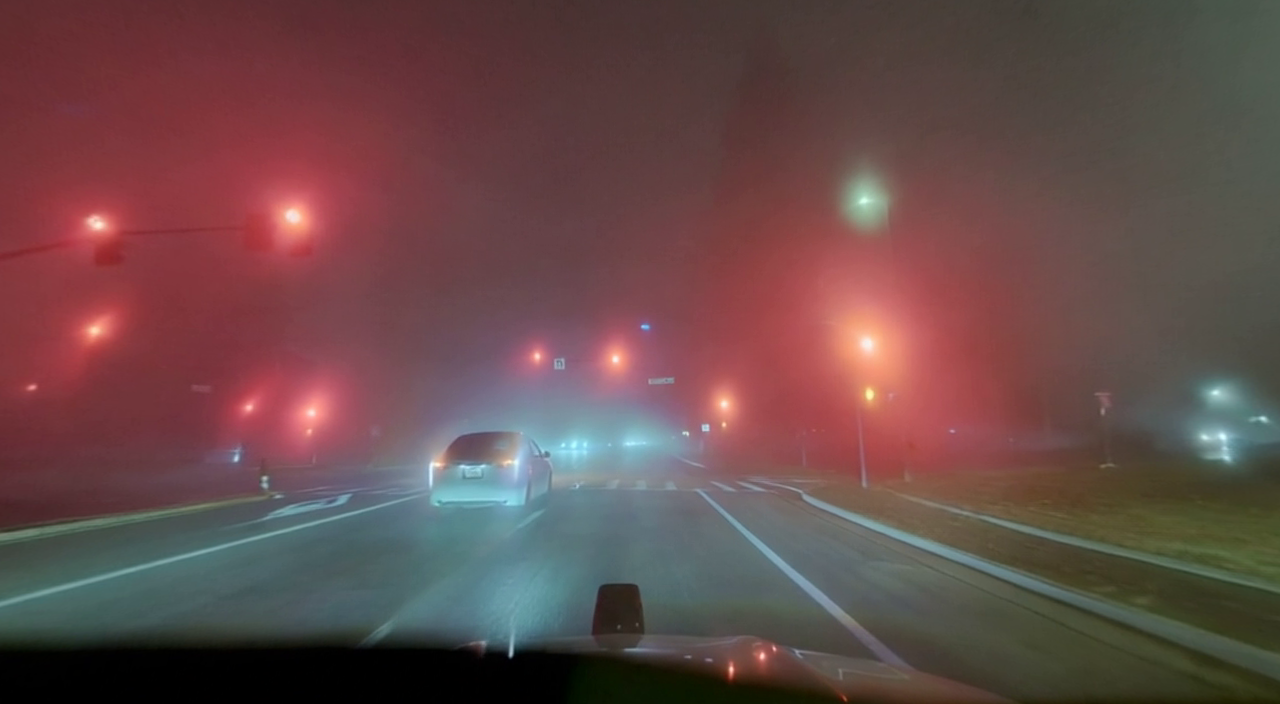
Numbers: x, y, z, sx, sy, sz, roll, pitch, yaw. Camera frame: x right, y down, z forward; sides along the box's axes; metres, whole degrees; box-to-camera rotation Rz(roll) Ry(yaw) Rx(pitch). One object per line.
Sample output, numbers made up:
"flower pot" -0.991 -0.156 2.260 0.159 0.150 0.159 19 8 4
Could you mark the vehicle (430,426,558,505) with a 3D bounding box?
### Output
"vehicle" -3.277 2.662 15.206 2.076 1.599 4.483 0 -9 -1
